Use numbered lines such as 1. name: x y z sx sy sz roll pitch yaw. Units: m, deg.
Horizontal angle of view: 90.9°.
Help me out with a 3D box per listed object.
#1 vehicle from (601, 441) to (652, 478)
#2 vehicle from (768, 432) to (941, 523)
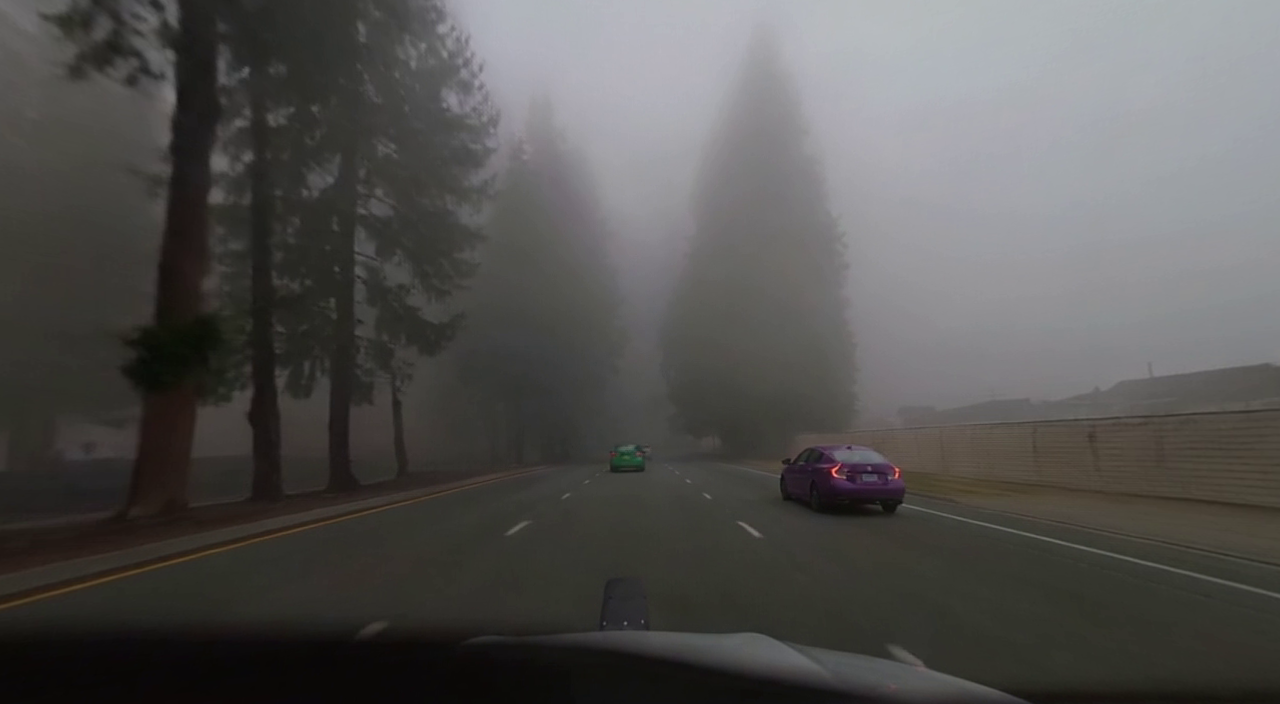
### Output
1. vehicle: -0.549 4.990 29.724 2.206 1.525 4.695 -1 -8 1
2. vehicle: 4.111 2.446 13.000 1.943 1.471 4.515 -1 -8 0
